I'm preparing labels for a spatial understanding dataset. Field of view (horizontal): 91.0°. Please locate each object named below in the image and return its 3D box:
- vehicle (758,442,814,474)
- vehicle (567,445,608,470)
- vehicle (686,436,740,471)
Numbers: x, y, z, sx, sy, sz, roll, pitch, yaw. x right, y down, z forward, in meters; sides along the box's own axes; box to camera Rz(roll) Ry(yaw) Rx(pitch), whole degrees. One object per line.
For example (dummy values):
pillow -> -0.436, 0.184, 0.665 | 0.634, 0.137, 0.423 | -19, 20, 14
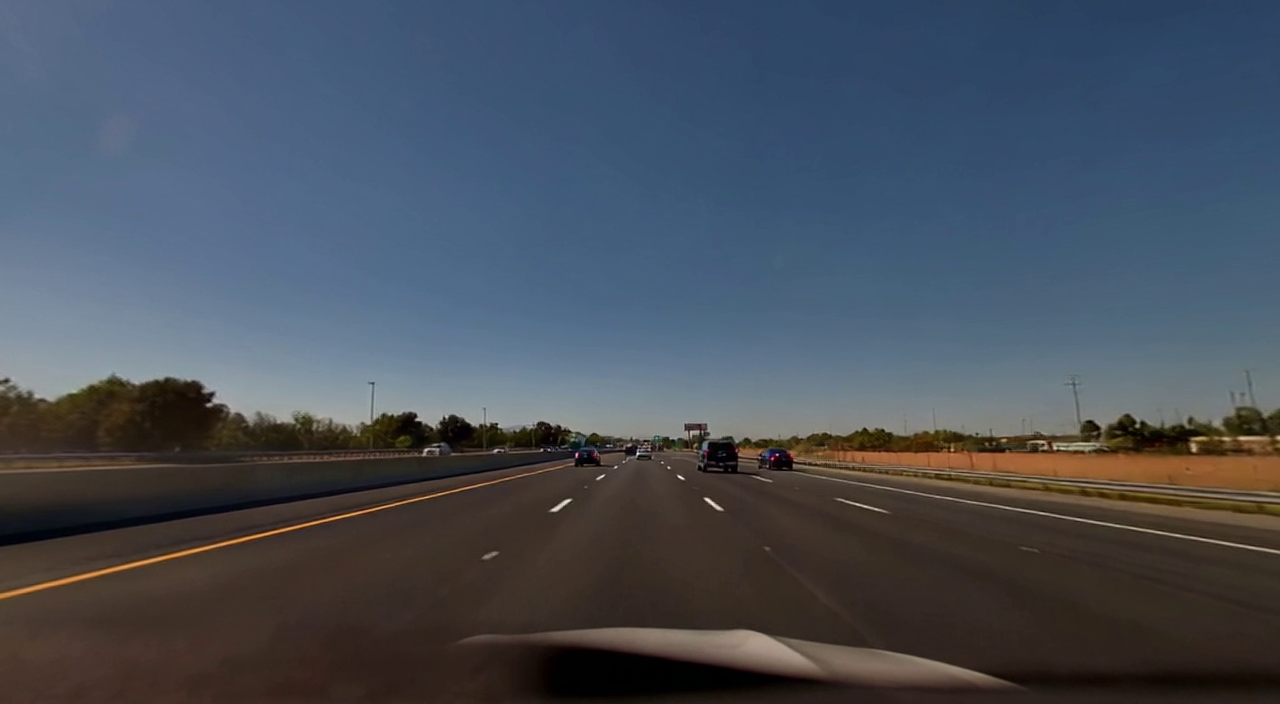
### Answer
vehicle -> 8.382, 6.129, 36.614 | 2.188, 1.727, 4.381 | 0, -9, 0
vehicle -> -3.359, 6.890, 41.400 | 2.164, 1.507, 4.748 | 0, -9, 1
vehicle -> 4.466, 6.377, 39.611 | 2.770, 1.990, 5.755 | 0, -9, 1
